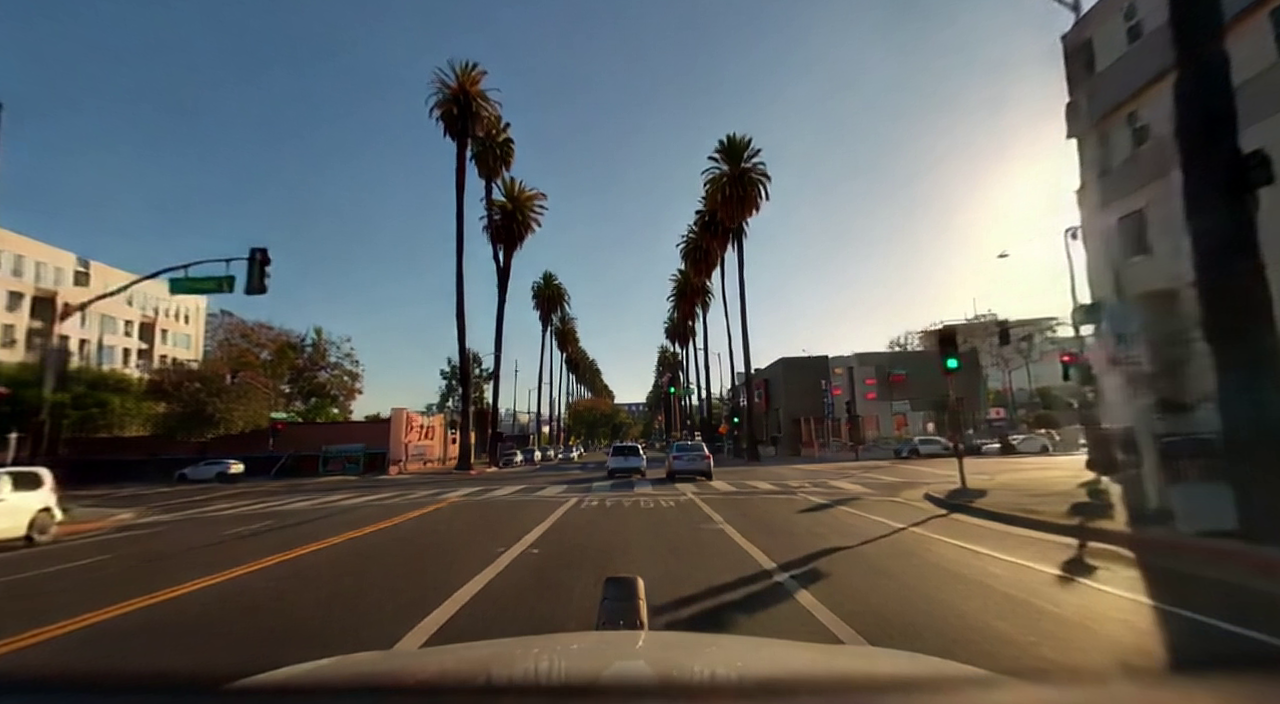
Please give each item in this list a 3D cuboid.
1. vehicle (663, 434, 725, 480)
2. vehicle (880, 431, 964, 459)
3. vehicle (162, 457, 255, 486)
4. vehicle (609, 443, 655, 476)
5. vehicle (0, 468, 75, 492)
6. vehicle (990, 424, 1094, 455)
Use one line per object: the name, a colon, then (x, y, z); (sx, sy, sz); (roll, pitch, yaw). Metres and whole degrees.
vehicle: (2.107, 4.276, 25.937); (2.003, 1.702, 4.288); (0, -8, -3)
vehicle: (17.638, 5.829, 39.698); (4.277, 1.665, 2.006); (0, -8, -2)
vehicle: (-28.732, 7.956, 42.151); (4.570, 1.741, 2.107); (0, -8, -1)
vehicle: (-0.419, 5.150, 30.560); (2.088, 1.452, 3.993); (0, -8, -2)
vehicle: (-40.591, 8.462, 41.978); (4.158, 1.463, 1.836); (0, -8, -1)
vehicle: (25.556, 5.588, 40.304); (5.130, 1.875, 2.118); (0, -8, -2)
